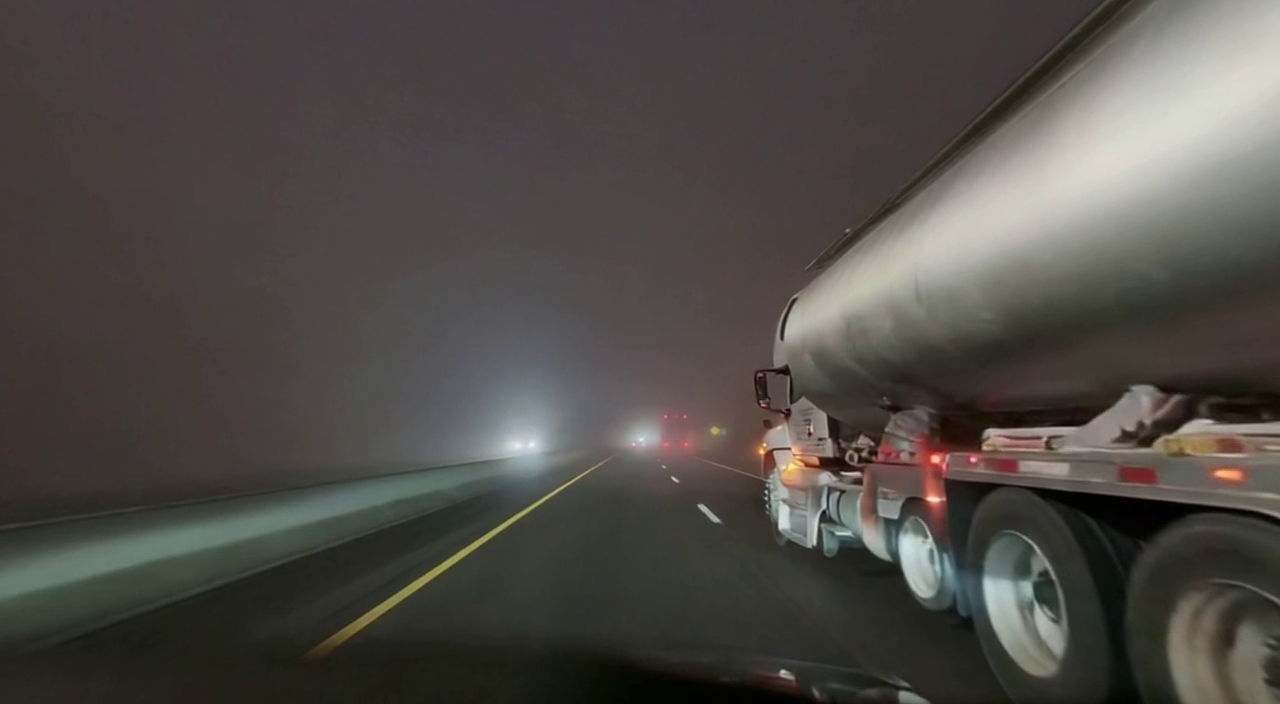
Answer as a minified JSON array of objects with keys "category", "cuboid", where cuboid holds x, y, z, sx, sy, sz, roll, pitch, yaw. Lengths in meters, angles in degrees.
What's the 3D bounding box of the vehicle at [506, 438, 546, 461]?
[{"category":"vehicle","cuboid":[-8.099,6.950,45.030,1.932,1.500,4.449,0,-8,0]}]
